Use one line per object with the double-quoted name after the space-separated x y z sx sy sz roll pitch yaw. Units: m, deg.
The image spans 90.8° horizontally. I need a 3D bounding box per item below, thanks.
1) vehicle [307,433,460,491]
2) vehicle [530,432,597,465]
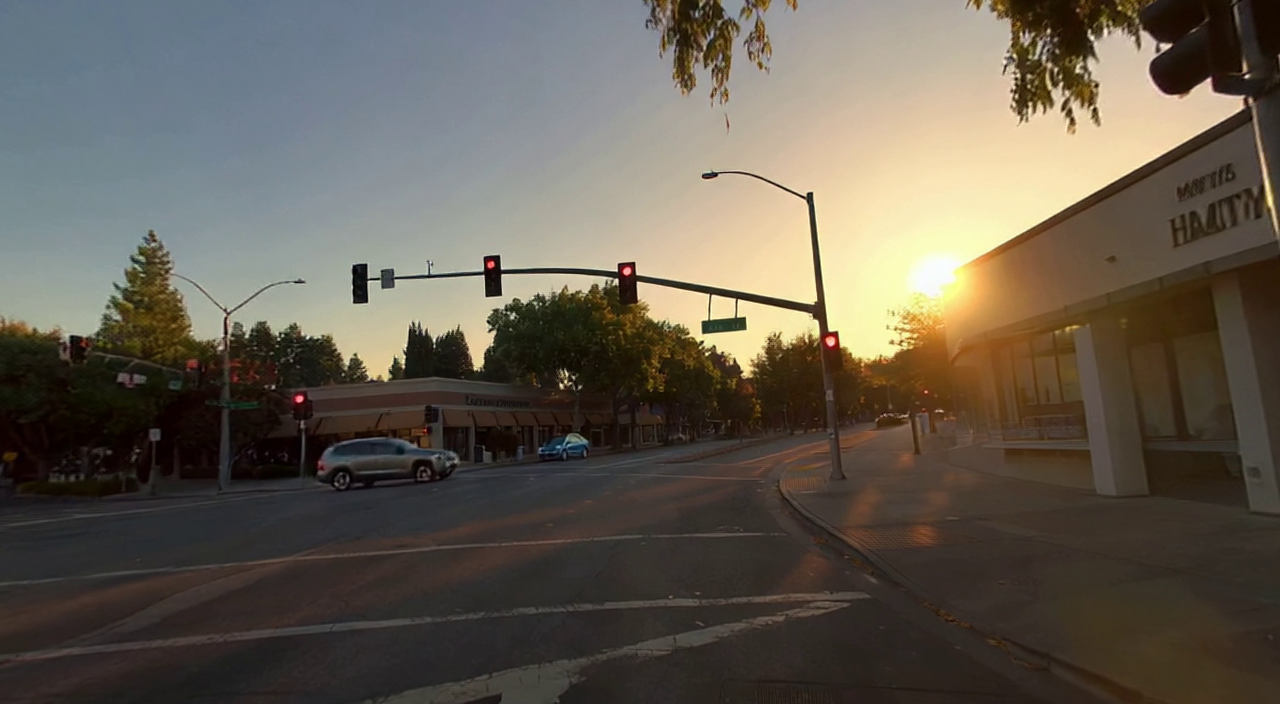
-8.865 3.841 22.317 4.715 1.745 2.026 0 -9 -14 "vehicle"
-4.452 5.752 37.727 2.244 1.792 4.648 -3 -9 17 "vehicle"
